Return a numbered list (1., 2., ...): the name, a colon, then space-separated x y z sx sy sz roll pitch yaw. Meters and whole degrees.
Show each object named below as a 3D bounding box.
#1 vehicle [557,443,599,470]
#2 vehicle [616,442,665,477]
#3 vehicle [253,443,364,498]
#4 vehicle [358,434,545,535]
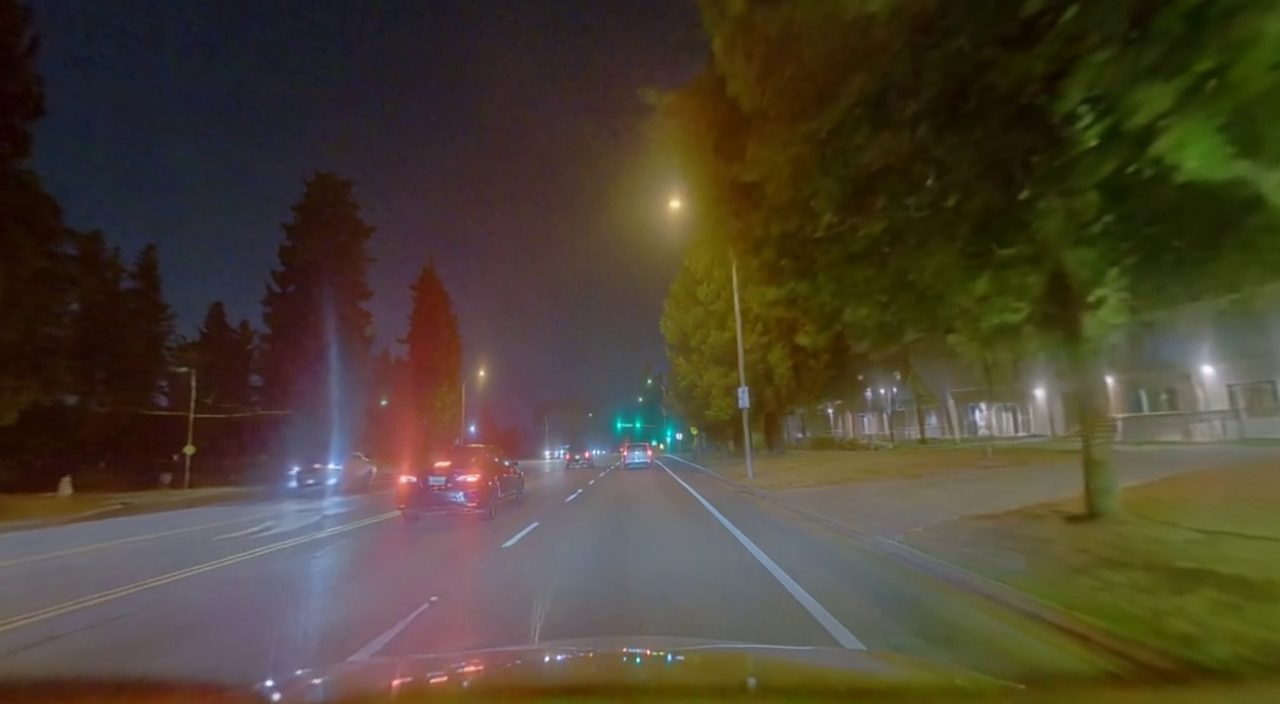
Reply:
1. vehicle: -3.623 6.223 37.491 2.114 1.500 3.912 0 -9 0
2. vehicle: 0.009 4.805 28.382 2.065 1.456 4.099 0 -9 0
3. vehicle: -12.950 4.607 24.964 2.028 1.820 4.525 -4 -9 -1
4. vehicle: -3.117 2.290 11.531 2.030 1.467 4.403 0 -9 0
